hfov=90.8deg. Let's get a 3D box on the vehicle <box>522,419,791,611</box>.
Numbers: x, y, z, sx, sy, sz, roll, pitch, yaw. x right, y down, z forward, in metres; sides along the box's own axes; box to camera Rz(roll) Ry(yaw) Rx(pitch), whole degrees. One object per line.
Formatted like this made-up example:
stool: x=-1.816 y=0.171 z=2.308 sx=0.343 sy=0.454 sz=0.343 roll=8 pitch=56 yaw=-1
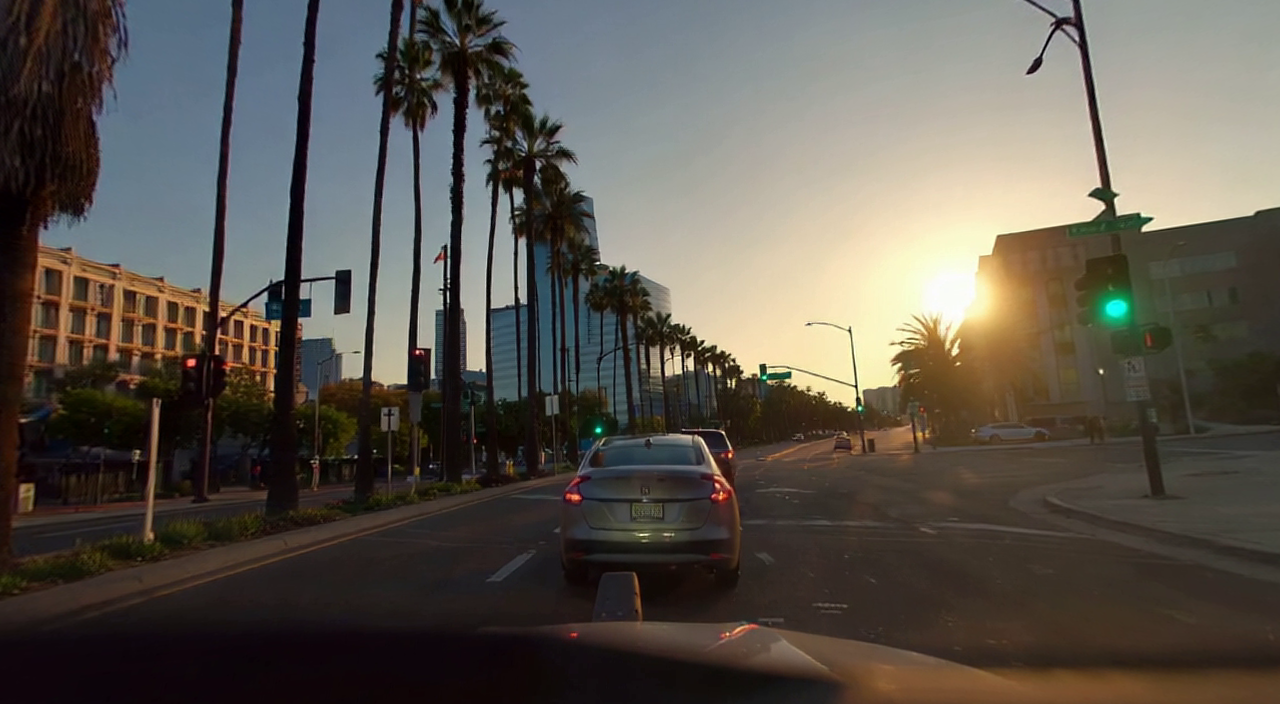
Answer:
vehicle: x=0.151 y=1.589 z=7.058 sx=2.096 sy=1.492 sz=4.071 roll=0 pitch=-9 yaw=1
